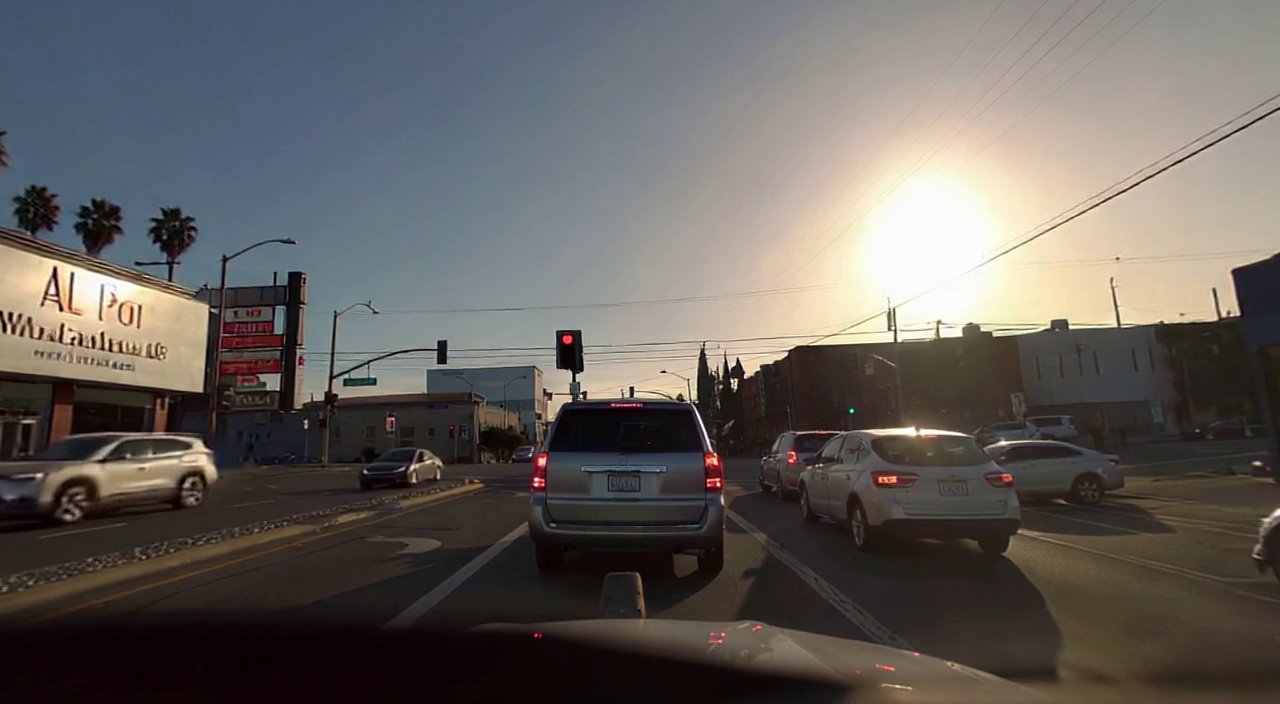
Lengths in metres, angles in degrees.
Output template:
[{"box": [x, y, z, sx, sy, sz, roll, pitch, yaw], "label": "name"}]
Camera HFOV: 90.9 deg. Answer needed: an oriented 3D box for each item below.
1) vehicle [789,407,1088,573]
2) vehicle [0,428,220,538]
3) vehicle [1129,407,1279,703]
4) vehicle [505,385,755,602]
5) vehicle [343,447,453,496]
[{"box": [3.627, 1.752, 8.793, 2.036, 1.719, 4.318, 0, -8, 0], "label": "vehicle"}, {"box": [-11.868, 2.606, 13.326, 2.224, 1.840, 5.290, 0, -8, 1], "label": "vehicle"}, {"box": [3.370, 0.724, 0.809, 1.884, 1.484, 4.609, 0, -8, 2], "label": "vehicle"}, {"box": [-0.002, 1.534, 7.672, 2.154, 1.861, 4.280, 0, -8, 2], "label": "vehicle"}, {"box": [-8.146, 4.043, 21.715, 1.930, 1.484, 4.252, 0, -8, 2], "label": "vehicle"}]
